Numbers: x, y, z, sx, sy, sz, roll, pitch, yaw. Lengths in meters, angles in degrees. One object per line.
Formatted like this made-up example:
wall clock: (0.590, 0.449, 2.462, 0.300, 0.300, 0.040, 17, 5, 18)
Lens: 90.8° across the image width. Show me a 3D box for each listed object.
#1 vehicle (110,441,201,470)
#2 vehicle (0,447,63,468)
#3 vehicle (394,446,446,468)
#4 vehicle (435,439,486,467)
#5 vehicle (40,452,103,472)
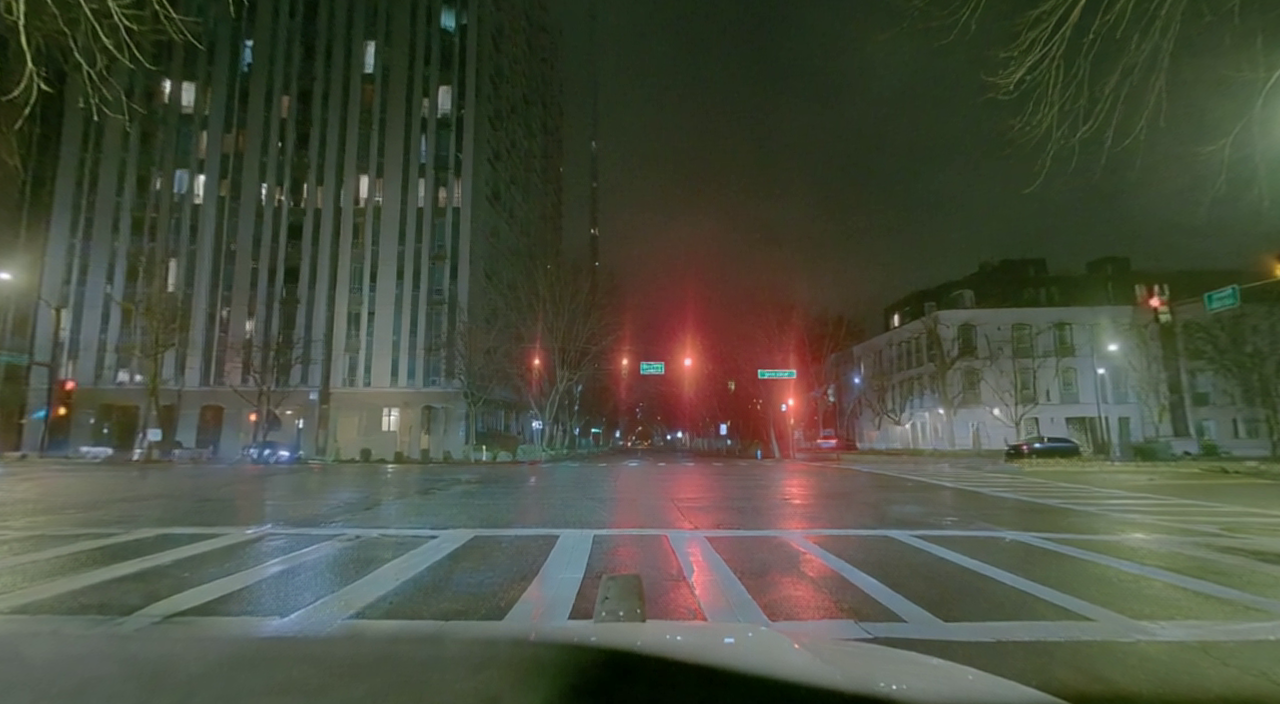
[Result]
vehicle: (-34.911, 7.426, 45.746, 2.204, 1.955, 5.518, 0, -8, 0)
vehicle: (-45.258, 7.773, 46.602, 1.858, 1.467, 3.624, 0, -8, 1)
vehicle: (-15.510, 7.419, 44.798, 2.056, 1.450, 4.343, 0, -8, 0)
vehicle: (-11.974, 6.771, 42.405, 2.080, 1.763, 4.341, 0, -8, 1)
vehicle: (-41.606, 8.037, 46.320, 1.552, 1.339, 3.340, -2, -9, -1)
